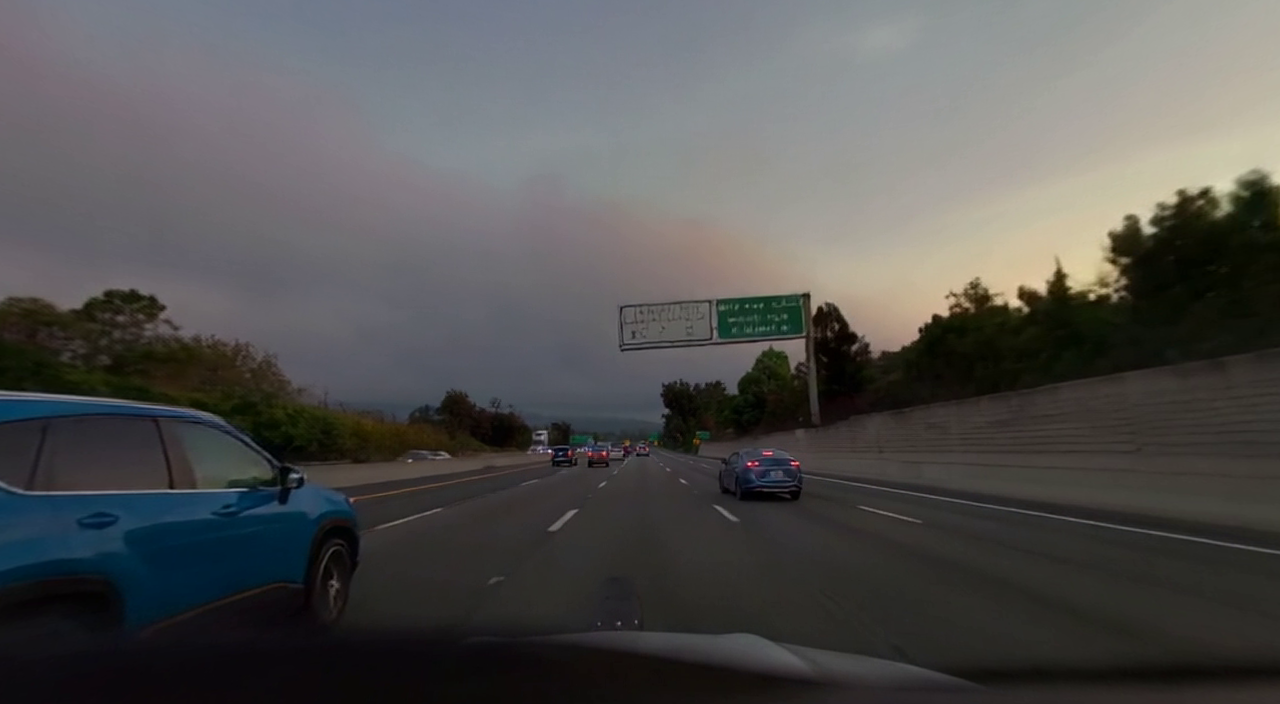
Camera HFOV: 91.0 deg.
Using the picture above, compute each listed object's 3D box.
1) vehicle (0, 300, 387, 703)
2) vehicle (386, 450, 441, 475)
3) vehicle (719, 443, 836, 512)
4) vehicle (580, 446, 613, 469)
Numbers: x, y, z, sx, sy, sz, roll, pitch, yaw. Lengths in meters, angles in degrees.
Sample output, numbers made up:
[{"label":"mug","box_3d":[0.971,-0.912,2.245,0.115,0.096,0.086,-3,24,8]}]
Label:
[{"label":"vehicle","box_3d":[-3.153,0.835,2.851,2.137,1.756,4.453,0,-9,0]},{"label":"vehicle","box_3d":[-14.884,7.291,41.646,1.849,1.513,4.565,0,-9,1]},{"label":"vehicle","box_3d":[3.267,3.061,15.906,1.979,1.486,4.125,0,-9,-1]},{"label":"vehicle","box_3d":[-3.129,7.688,46.165,2.030,1.563,4.389,0,-9,0]}]
